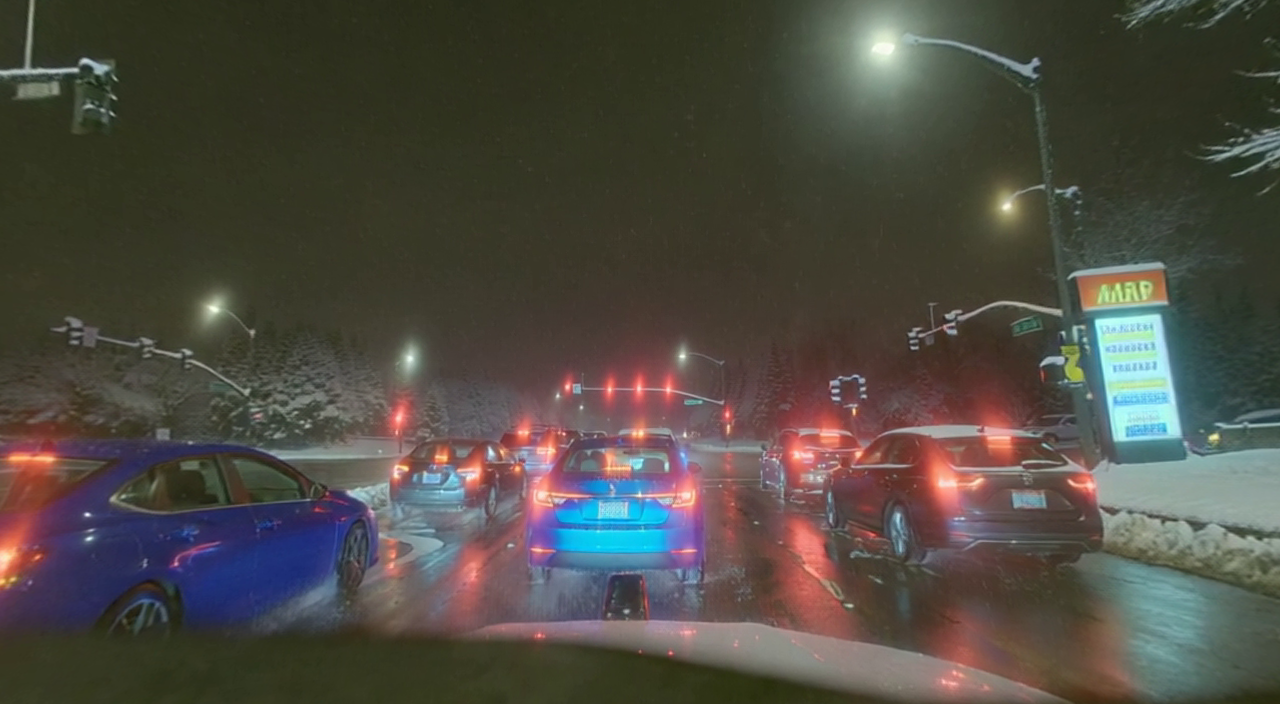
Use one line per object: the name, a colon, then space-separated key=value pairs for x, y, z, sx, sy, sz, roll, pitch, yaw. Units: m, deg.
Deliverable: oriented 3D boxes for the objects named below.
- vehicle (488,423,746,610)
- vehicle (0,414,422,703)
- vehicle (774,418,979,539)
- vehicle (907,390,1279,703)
vehicle: x=-0.174 y=1.616 z=7.114 sx=2.059 sy=1.477 sz=3.988 roll=0 pitch=-8 yaw=0
vehicle: x=-3.408 y=1.298 z=4.710 sx=1.980 sy=1.454 sz=4.226 roll=0 pitch=-8 yaw=1
vehicle: x=3.779 y=2.096 z=11.023 sx=2.007 sy=1.683 sz=4.171 roll=0 pitch=-8 yaw=1
vehicle: x=3.412 y=1.067 z=3.495 sx=1.981 sy=1.499 sz=4.536 roll=-1 pitch=-8 yaw=2
